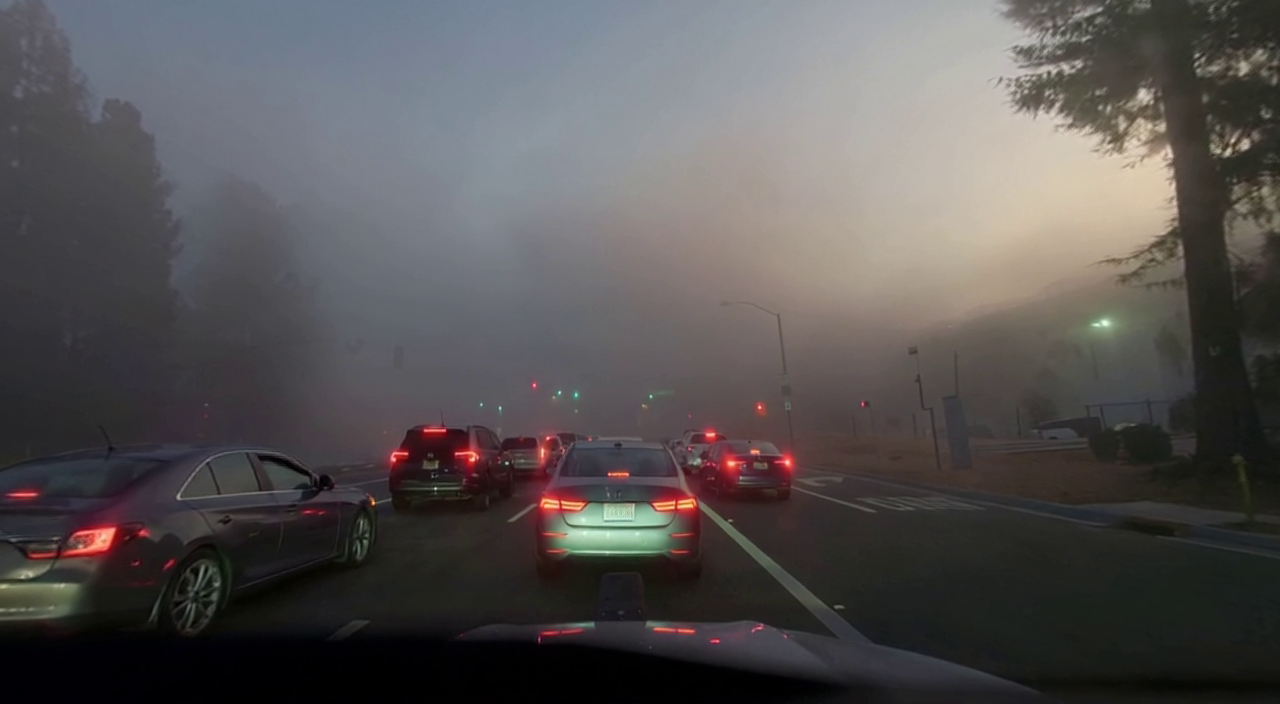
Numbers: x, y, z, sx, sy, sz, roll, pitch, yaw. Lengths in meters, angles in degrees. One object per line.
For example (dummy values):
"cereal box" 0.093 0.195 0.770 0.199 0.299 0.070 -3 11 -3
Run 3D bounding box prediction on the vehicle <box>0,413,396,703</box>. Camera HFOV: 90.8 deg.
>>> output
"vehicle" -3.856 1.364 5.264 1.985 1.467 4.224 0 -9 -1

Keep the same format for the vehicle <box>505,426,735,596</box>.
"vehicle" -0.228 1.701 7.634 2.007 1.467 4.059 0 -8 -2

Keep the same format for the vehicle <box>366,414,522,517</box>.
"vehicle" -4.030 2.420 13.905 2.054 1.881 4.469 0 -8 -1

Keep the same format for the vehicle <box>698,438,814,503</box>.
"vehicle" 2.813 2.994 16.426 1.978 1.452 4.381 0 -8 -3
